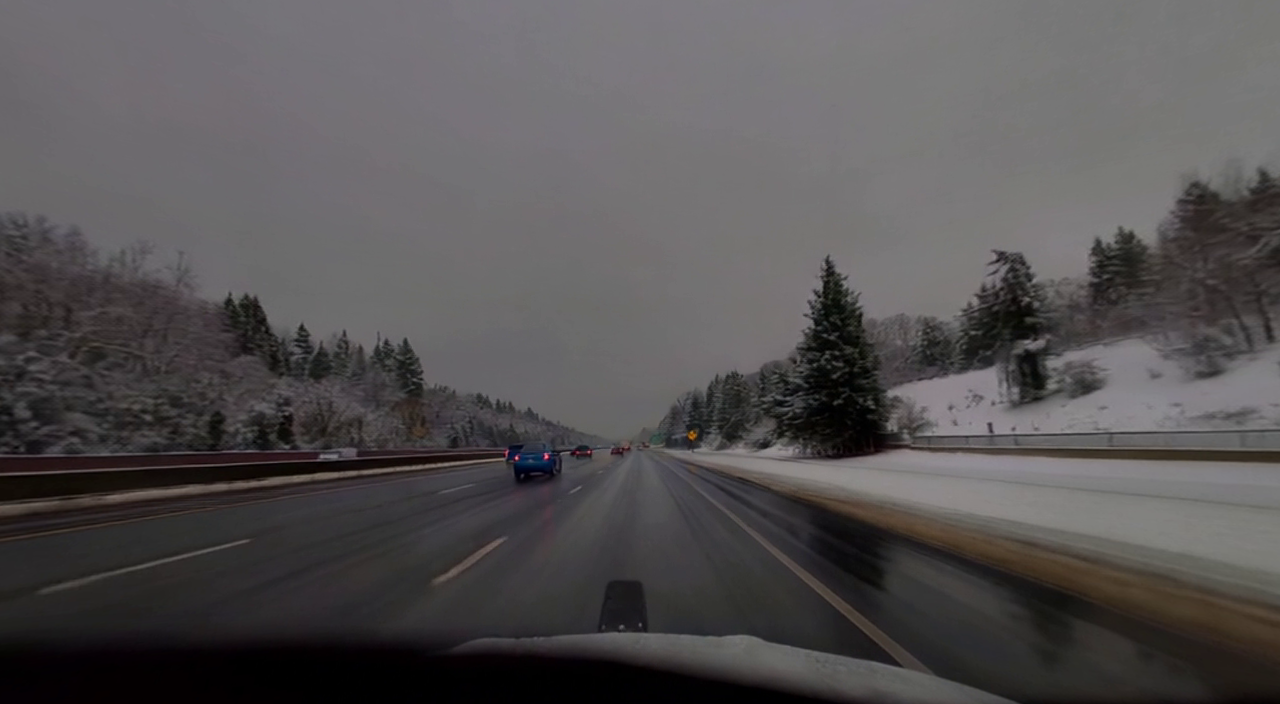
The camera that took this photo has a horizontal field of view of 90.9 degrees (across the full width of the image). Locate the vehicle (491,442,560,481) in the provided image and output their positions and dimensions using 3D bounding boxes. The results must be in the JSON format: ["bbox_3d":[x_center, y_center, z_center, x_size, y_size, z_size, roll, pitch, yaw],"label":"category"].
[{"bbox_3d":[-4.851,4.711,27.489,2.081,1.514,4.943,0,-8,0],"label":"vehicle"}]
